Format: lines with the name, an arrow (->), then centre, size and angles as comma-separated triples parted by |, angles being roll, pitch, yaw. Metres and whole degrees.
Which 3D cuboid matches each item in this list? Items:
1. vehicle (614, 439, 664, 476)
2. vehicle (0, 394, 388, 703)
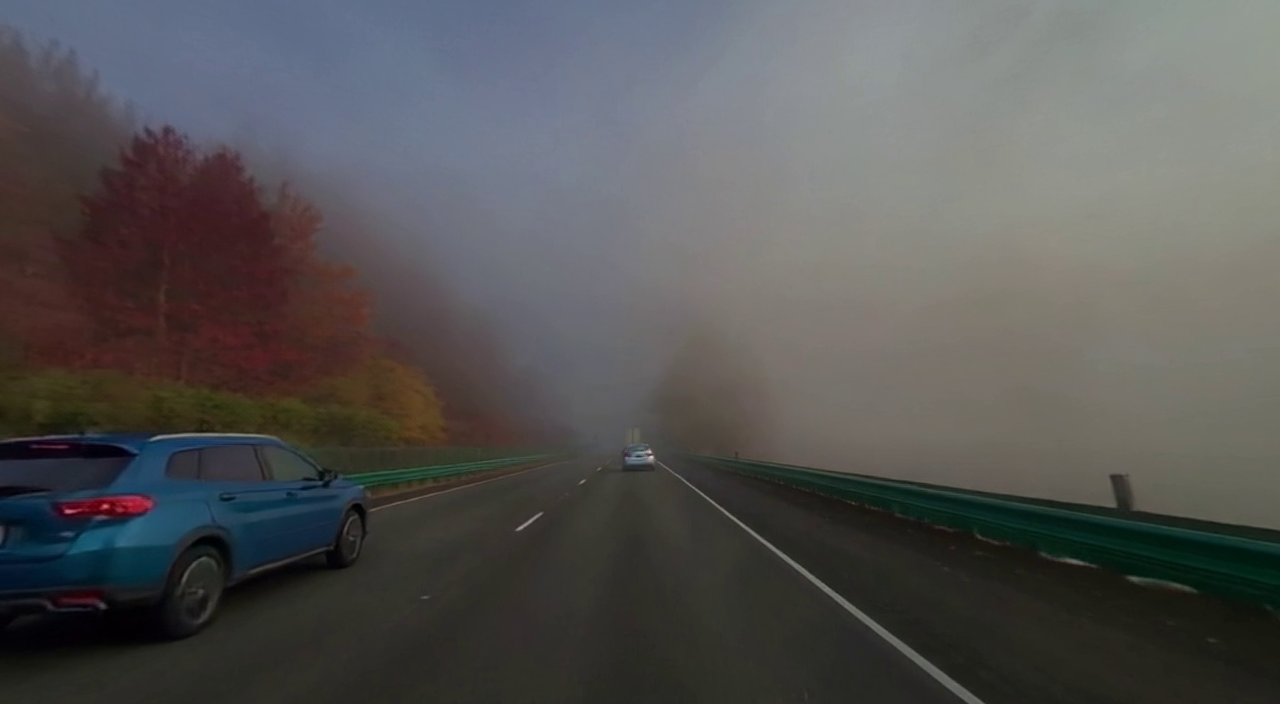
vehicle -> -0.099, 4.623, 27.888 | 2.057, 1.516, 4.065 | 0, -8, -1
vehicle -> -3.864, 1.251, 4.948 | 2.054, 1.536, 4.128 | 0, -8, 0
